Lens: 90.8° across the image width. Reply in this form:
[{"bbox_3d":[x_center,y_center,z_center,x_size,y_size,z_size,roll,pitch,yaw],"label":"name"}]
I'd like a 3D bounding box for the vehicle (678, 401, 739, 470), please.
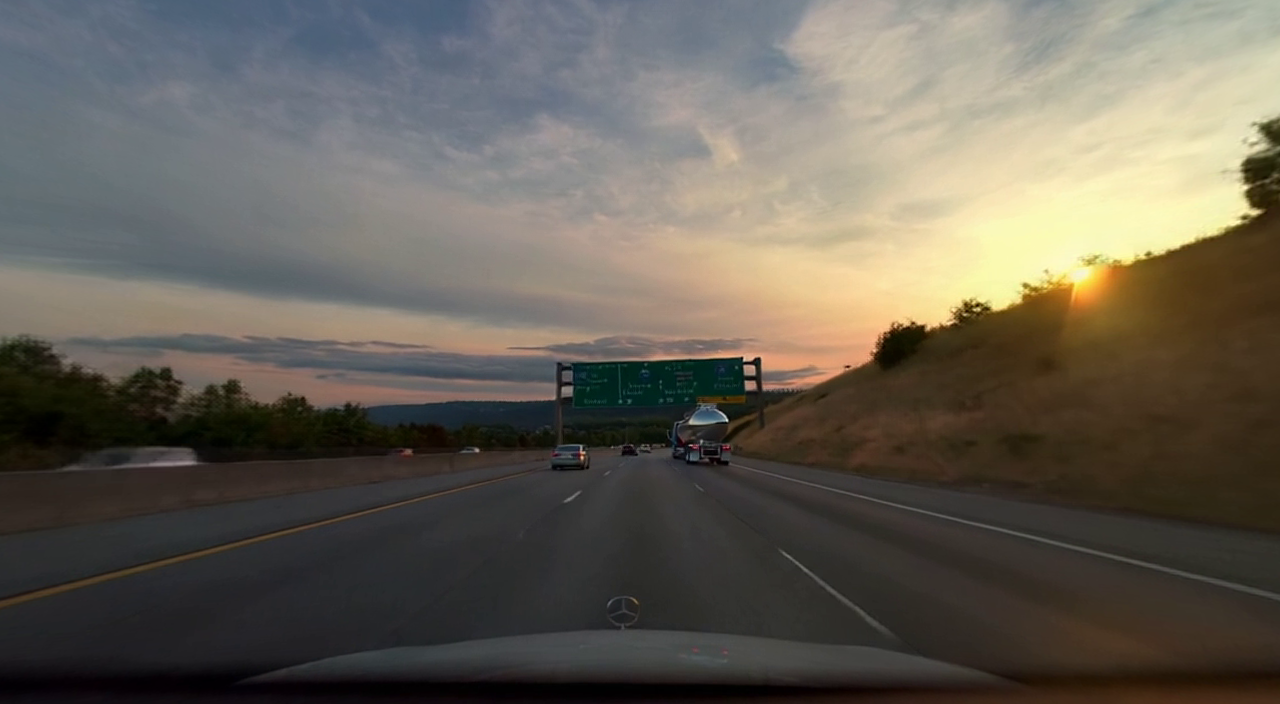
[{"bbox_3d":[3.990,5.268,39.109,2.759,3.734,9.708,0,-9,0],"label":"vehicle"}]

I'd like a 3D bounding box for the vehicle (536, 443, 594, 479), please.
[{"bbox_3d":[-3.302,4.888,28.581,1.986,1.458,4.506,0,-9,1],"label":"vehicle"}]
